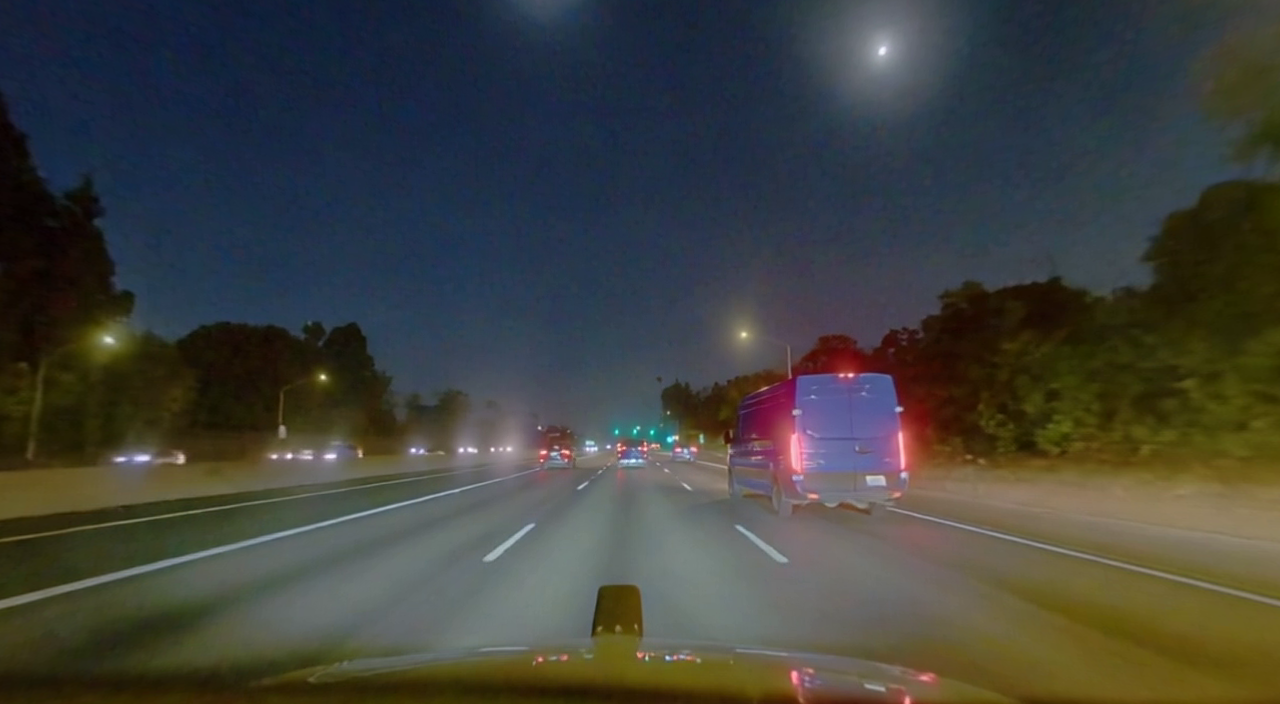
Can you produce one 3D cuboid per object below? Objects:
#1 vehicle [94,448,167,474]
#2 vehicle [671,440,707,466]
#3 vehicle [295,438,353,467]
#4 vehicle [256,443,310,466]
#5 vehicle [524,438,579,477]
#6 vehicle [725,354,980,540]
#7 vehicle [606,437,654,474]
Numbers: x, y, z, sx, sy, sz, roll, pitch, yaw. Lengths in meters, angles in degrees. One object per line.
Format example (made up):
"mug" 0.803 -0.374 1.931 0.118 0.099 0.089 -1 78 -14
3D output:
"vehicle" -29.048 6.181 36.137 1.440 1.397 3.257 0 -9 -1
"vehicle" 3.458 7.253 45.521 2.160 1.759 4.214 0 -8 -2
"vehicle" -17.760 5.651 35.648 1.520 1.495 3.354 0 -8 0
"vehicle" -24.974 7.171 44.308 1.824 1.511 3.484 0 -8 -1
"vehicle" -4.194 5.082 30.639 2.023 1.709 4.263 0 -8 0
"vehicle" 3.535 1.845 12.539 2.631 2.709 6.496 0 -8 -1
"vehicle" -0.523 5.329 32.727 2.297 1.783 4.355 0 -8 -1
